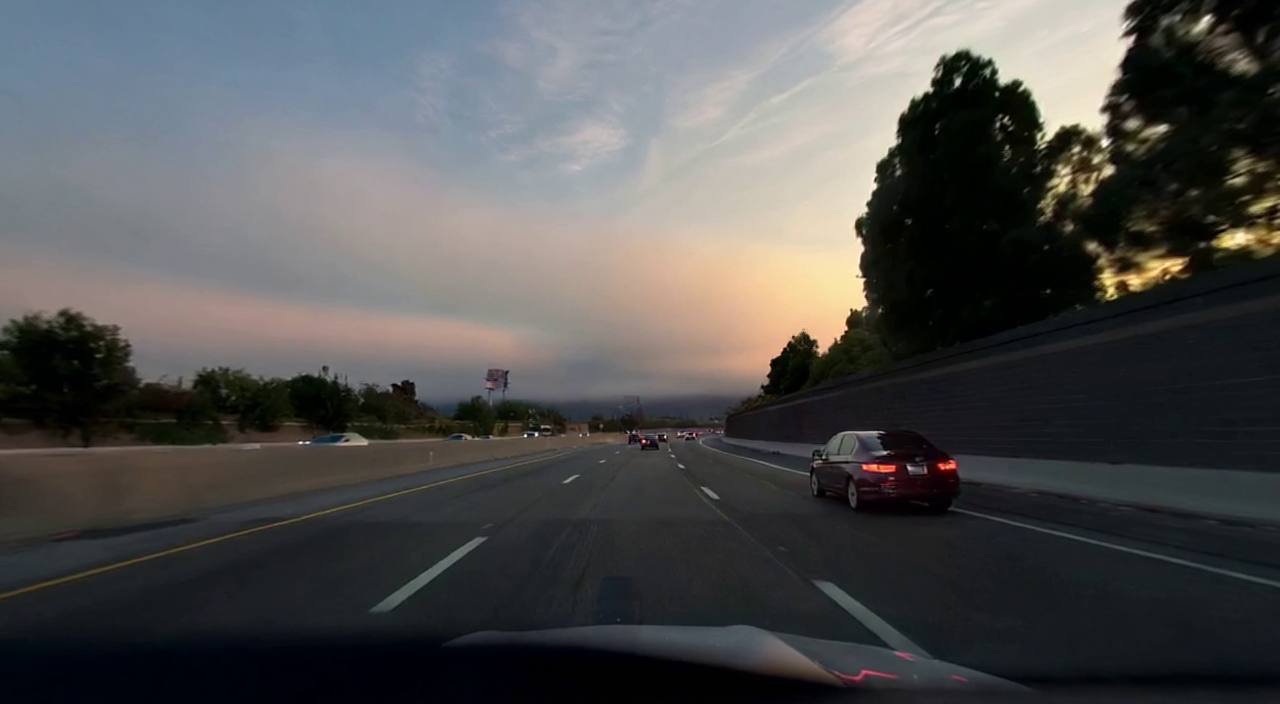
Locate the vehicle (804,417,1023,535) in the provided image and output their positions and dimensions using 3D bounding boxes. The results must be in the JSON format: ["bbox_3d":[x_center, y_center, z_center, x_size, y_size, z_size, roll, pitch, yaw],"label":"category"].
[{"bbox_3d":[4.096,1.886,10.171,1.834,1.548,3.651,0,-8,-1],"label":"vehicle"}]

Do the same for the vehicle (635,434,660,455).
[{"bbox_3d":[0.531,6.909,47.095,1.771,1.480,3.781,0,-8,0],"label":"vehicle"}]

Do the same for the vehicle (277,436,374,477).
[{"bbox_3d":[-12.268,4.067,24.805,1.821,1.464,3.805,0,-8,0],"label":"vehicle"}]

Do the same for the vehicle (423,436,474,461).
[{"bbox_3d":[-12.058,6.064,39.825,1.842,1.454,4.299,-1,-7,0],"label":"vehicle"}]
